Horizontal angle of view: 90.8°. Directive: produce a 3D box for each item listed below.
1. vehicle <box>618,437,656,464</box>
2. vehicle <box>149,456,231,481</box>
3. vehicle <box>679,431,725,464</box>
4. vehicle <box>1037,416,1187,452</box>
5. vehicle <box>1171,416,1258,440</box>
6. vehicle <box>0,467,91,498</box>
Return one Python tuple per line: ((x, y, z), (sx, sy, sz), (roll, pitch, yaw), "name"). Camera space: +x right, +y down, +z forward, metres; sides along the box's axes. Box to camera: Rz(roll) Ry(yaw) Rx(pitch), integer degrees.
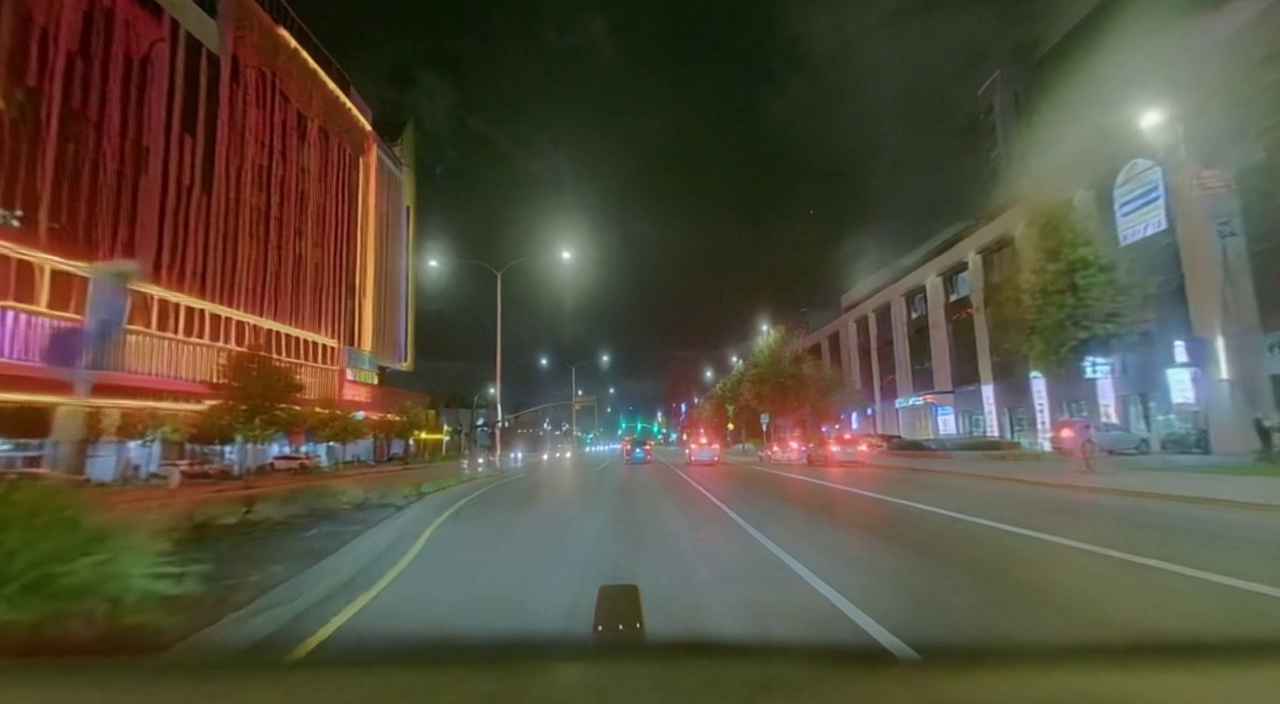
((-0.197, 5.736, 36.916), (2.110, 1.476, 4.294), (0, -8, -1), "vehicle")
((-29.891, 7.744, 42.034), (4.033, 1.531, 1.789), (0, -9, -3), "vehicle")
((3.329, 5.254, 34.727), (2.100, 1.683, 4.231), (0, -8, 0), "vehicle")
((20.528, 3.620, 27.630), (4.813, 1.483, 2.129), (0, -8, 0), "vehicle")
((38.880, 5.219, 42.927), (1.881, 1.476, 4.437), (-1, -8, 3), "vehicle")
((-30.014, 6.436, 31.277), (4.040, 1.389, 1.664), (0, -9, -1), "vehicle")
